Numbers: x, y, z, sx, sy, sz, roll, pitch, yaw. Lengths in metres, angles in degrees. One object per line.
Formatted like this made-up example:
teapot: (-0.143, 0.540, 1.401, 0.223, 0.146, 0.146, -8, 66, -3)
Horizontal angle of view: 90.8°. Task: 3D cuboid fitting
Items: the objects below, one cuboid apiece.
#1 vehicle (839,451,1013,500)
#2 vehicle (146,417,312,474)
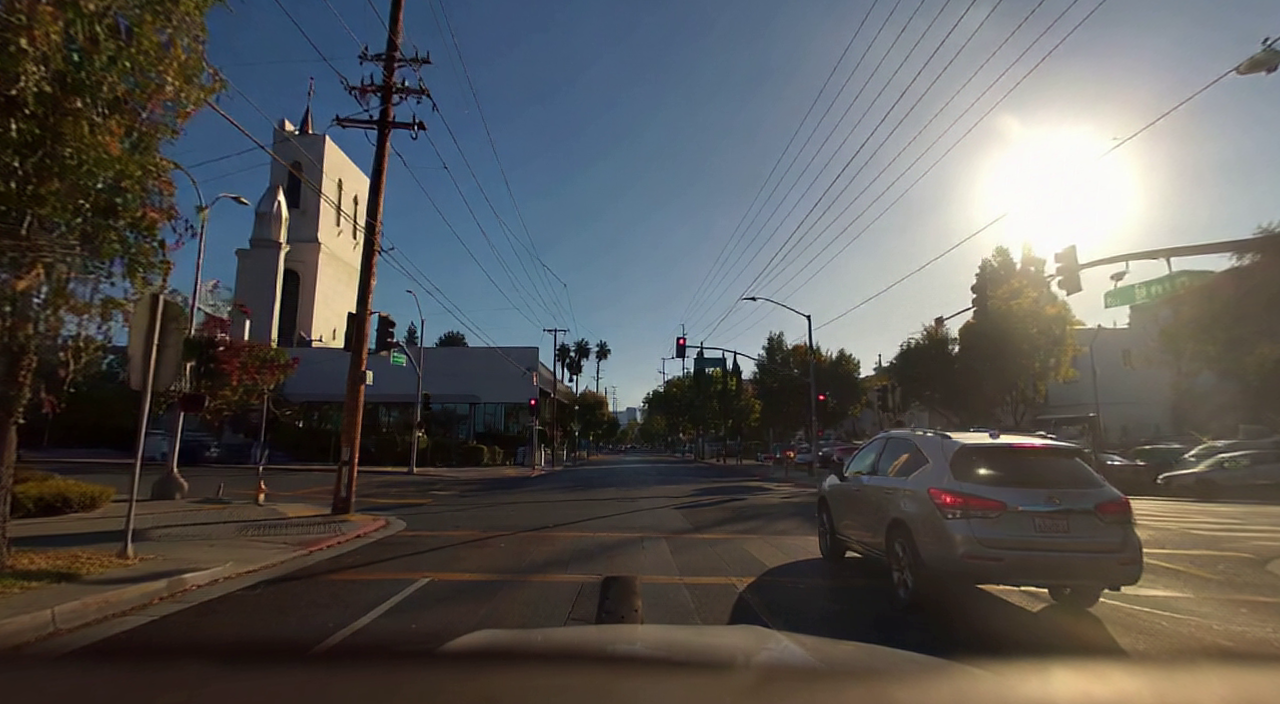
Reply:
vehicle: (9.231, 4.011, 20.741, 4.718, 1.497, 2.032, 0, -9, 3)
vehicle: (-14.408, 3.303, 22.366, 4.372, 1.892, 2.002, 0, -9, -2)
